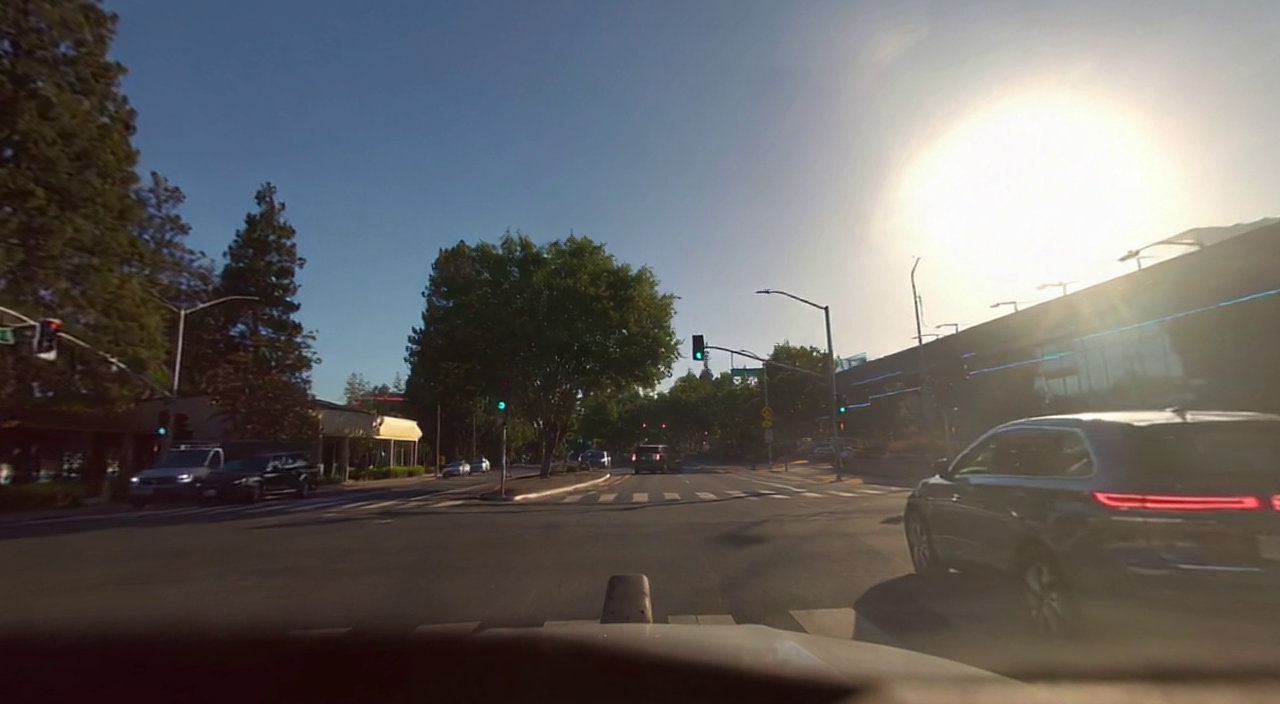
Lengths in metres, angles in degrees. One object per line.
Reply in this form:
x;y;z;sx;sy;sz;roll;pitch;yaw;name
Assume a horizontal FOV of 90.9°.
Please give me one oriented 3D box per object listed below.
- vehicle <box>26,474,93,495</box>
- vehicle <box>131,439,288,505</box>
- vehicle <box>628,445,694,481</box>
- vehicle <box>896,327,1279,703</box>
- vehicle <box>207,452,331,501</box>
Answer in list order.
-44.586;10.153;48.443;3.497;1.415;1.569;-1;-8;-1;vehicle
-18.734;5.183;27.959;2.557;2.580;5.856;-1;-8;3;vehicle
1.143;5.526;31.753;2.153;1.658;4.569;-3;-9;18;vehicle
3.606;1.023;3.905;2.301;1.767;4.289;0;-8;1;vehicle
-14.967;4.999;25.810;2.169;1.753;4.640;0;-8;1;vehicle
